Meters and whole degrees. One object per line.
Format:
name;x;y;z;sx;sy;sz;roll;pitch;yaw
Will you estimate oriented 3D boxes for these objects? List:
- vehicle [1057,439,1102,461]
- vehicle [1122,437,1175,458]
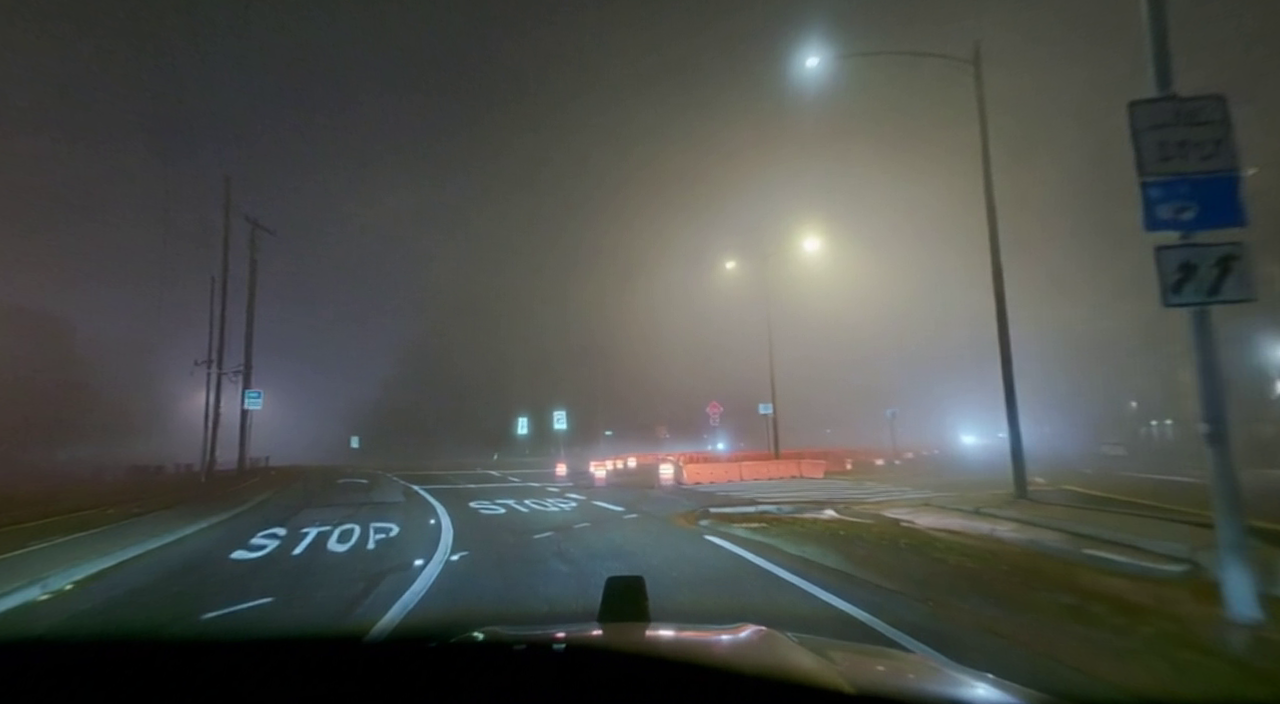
vehicle;33.936;7.577;48.787;2.023;1.567;4.283;-4;-10;24
vehicle;36.741;6.939;45.660;1.917;1.466;4.422;-4;-10;25
